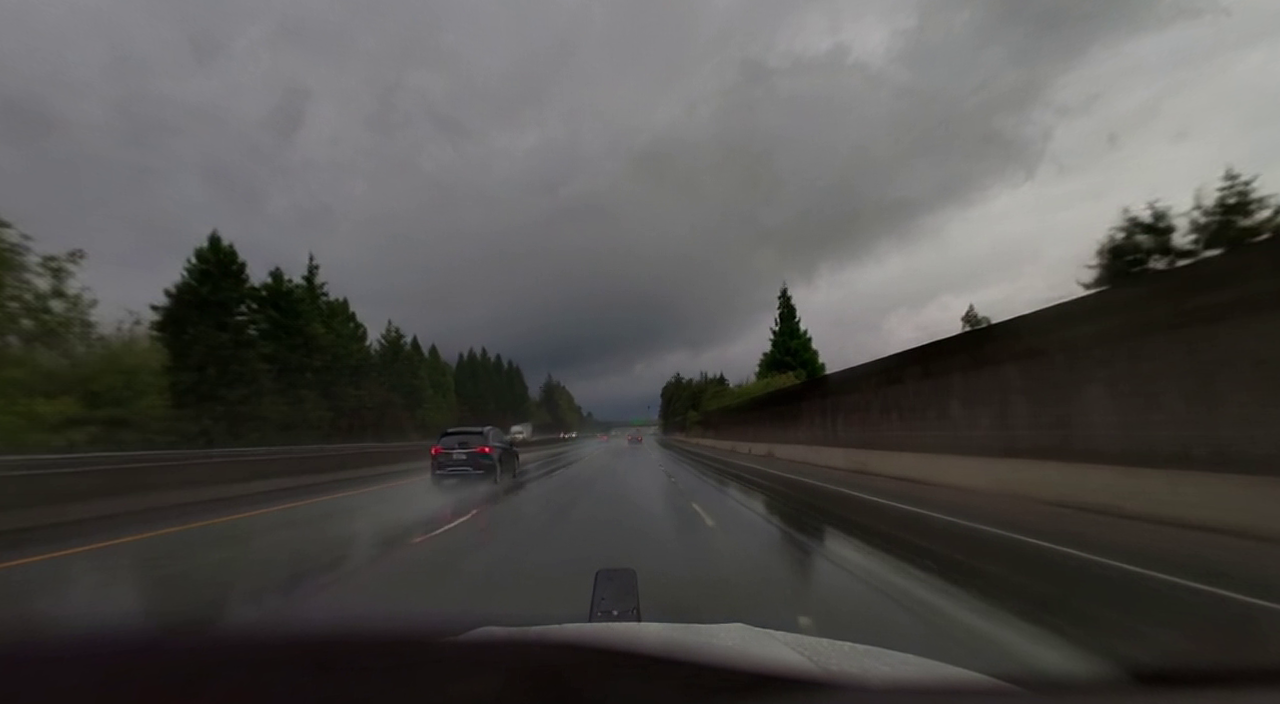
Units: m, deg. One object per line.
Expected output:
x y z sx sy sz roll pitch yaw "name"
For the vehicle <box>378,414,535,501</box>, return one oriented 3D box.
-4.081 2.439 15.019 2.306 1.730 4.606 0 -8 1 "vehicle"
